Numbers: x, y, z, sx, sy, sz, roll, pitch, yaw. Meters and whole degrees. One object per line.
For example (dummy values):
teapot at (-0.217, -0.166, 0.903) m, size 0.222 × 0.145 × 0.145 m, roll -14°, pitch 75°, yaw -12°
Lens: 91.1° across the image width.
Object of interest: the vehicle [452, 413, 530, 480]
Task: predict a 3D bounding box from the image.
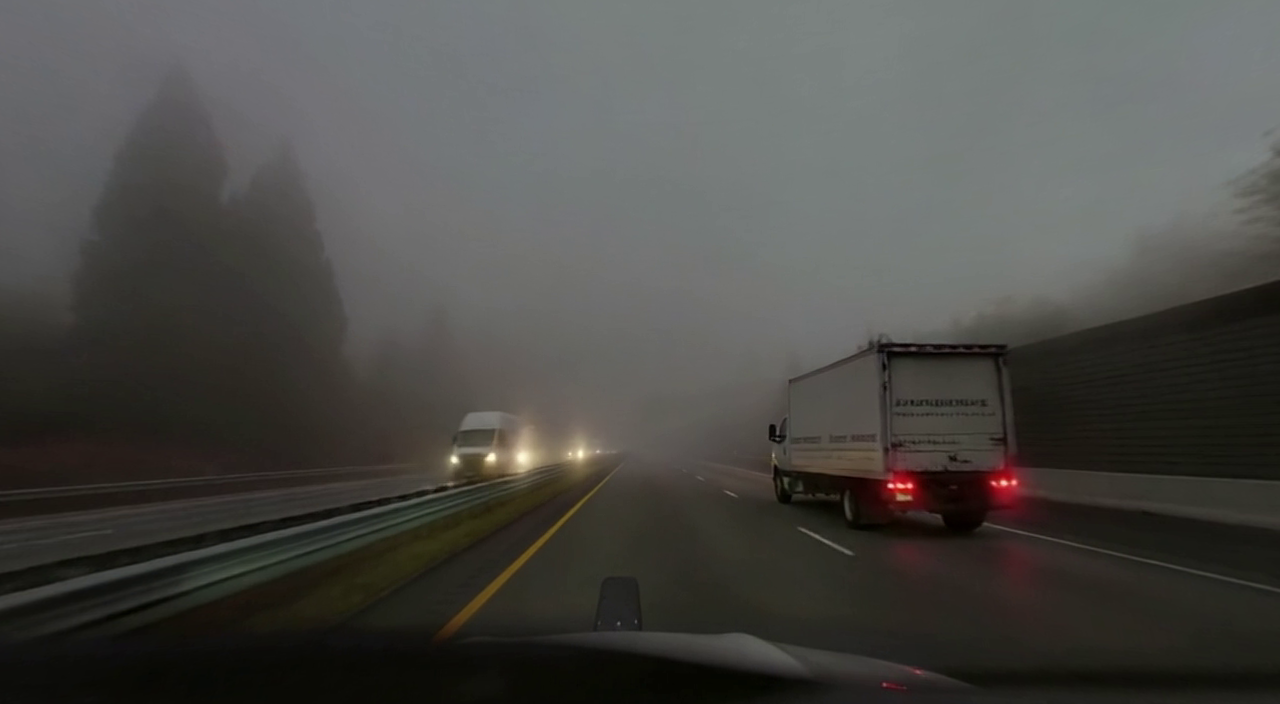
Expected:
vehicle at (-8.593, 5.605, 37.277) m, size 2.965 × 3.546 × 7.119 m, roll -1°, pitch -9°, yaw -1°

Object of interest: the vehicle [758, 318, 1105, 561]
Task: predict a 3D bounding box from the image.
vehicle at (3.994, 1.497, 10.704) m, size 2.449 × 2.805 × 6.763 m, roll 0°, pitch -9°, yaw -2°
